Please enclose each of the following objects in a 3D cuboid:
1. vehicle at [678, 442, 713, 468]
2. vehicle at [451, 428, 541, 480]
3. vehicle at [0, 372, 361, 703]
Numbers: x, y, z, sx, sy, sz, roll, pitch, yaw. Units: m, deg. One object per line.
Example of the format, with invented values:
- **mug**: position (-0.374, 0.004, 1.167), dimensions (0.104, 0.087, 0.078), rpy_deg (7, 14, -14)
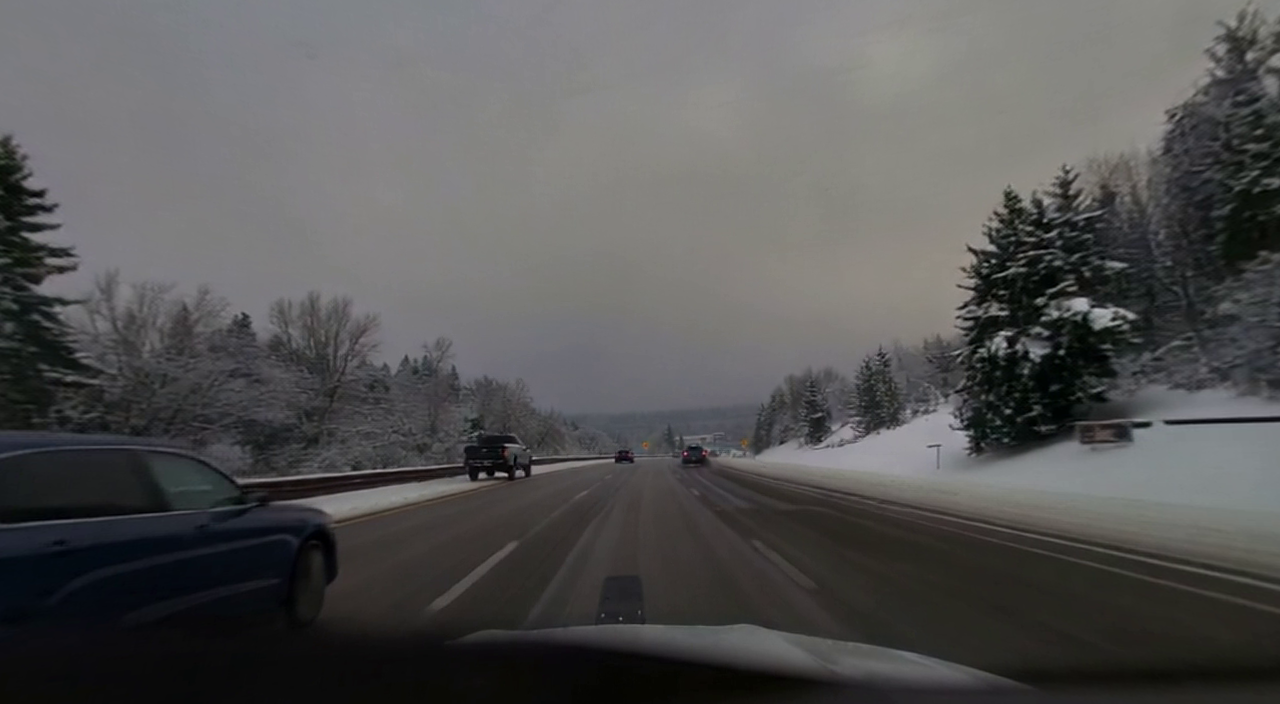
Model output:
- **vehicle**: position (4.031, 7.567, 46.675), dimensions (2.211, 1.814, 4.404), rpy_deg (0, -9, 0)
- **vehicle**: position (-6.167, 4.487, 27.982), dimensions (2.383, 2.048, 5.875), rpy_deg (0, -9, 2)
- **vehicle**: position (-3.200, 0.870, 2.432), dimensions (2.192, 1.482, 4.454), rpy_deg (0, -9, 0)
